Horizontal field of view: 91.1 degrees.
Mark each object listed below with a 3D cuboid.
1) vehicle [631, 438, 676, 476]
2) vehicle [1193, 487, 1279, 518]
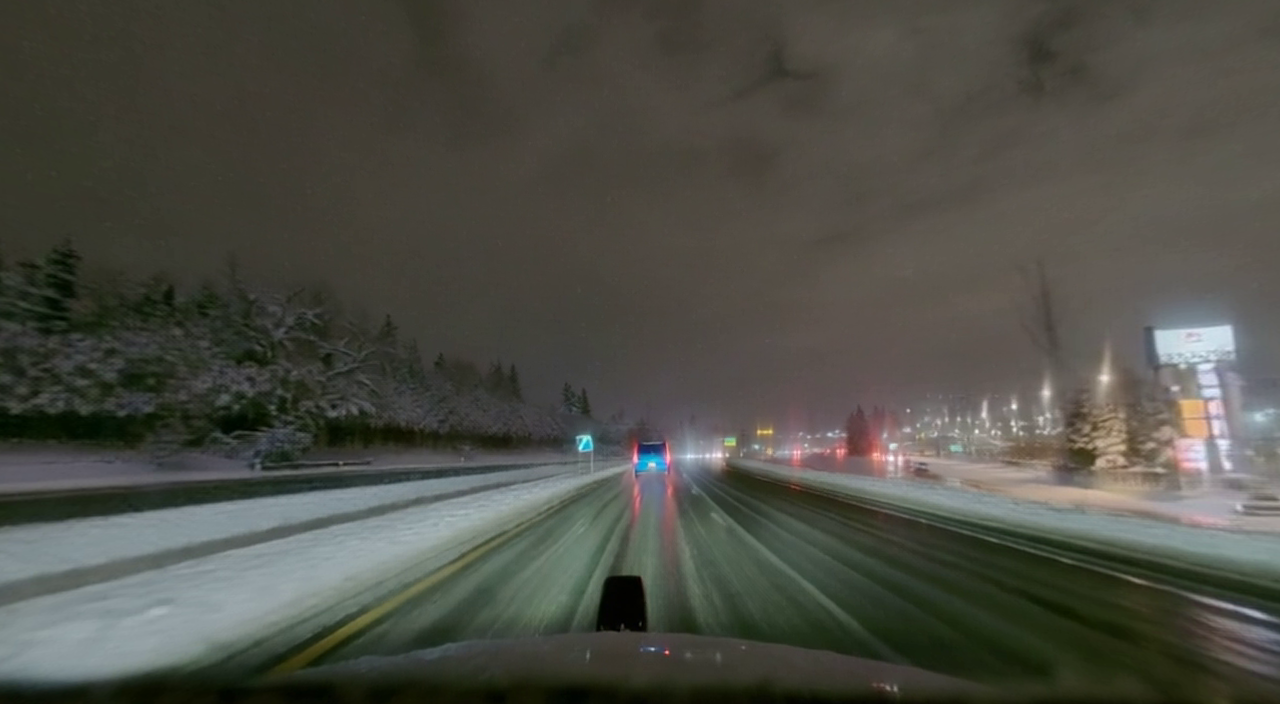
[{"bbox_3d":[0.843,6.373,38.302,2.546,2.126,5.153,-1,-9,2],"label":"vehicle"},{"bbox_3d":[47.810,11.775,49.231,6.211,2.137,2.358,-2,-9,6],"label":"vehicle"}]
